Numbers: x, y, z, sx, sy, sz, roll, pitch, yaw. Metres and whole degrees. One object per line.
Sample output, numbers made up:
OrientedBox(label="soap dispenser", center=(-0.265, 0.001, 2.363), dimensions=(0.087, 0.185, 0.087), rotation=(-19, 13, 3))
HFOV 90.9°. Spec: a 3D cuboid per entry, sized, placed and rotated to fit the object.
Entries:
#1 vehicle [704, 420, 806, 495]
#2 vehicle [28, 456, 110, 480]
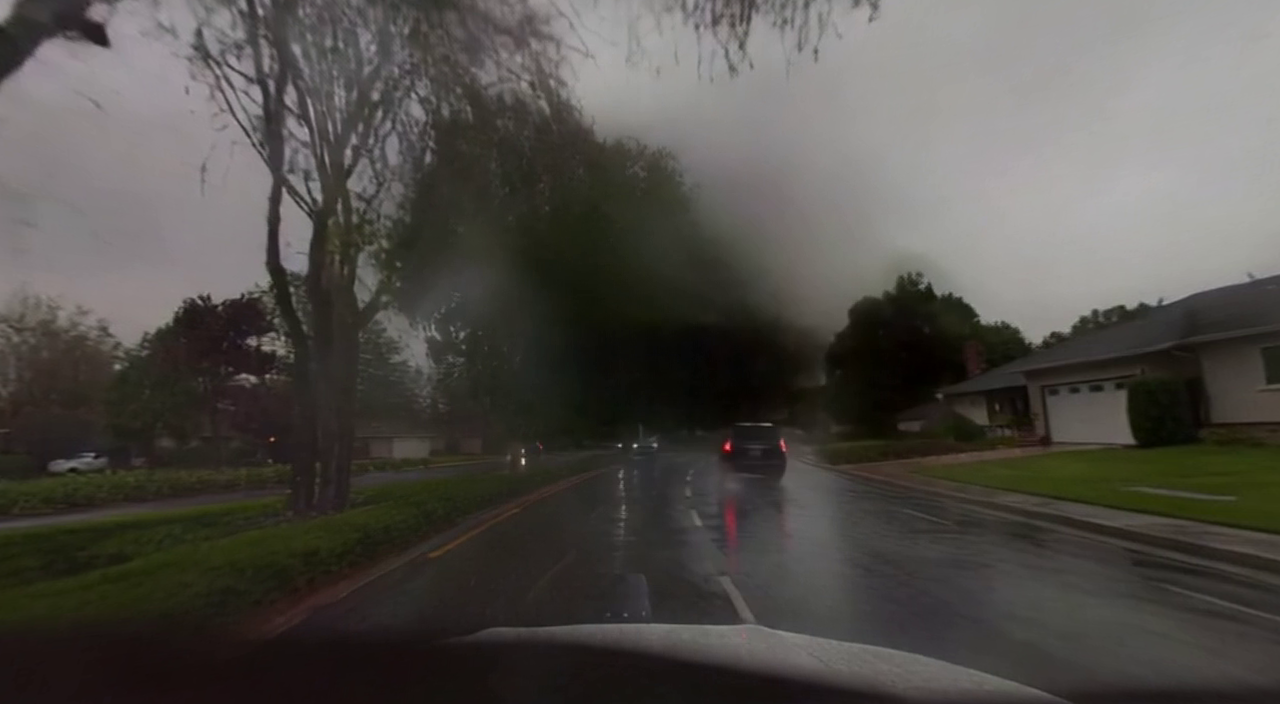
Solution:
OrientedBox(label="vehicle", center=(3.084, 2.971, 18.035), dimensions=(2.141, 1.833, 4.704), rotation=(0, -8, 1))
OrientedBox(label="vehicle", center=(-36.471, 7.390, 40.299), dimensions=(3.339, 1.383, 1.865), rotation=(0, -8, -3))
